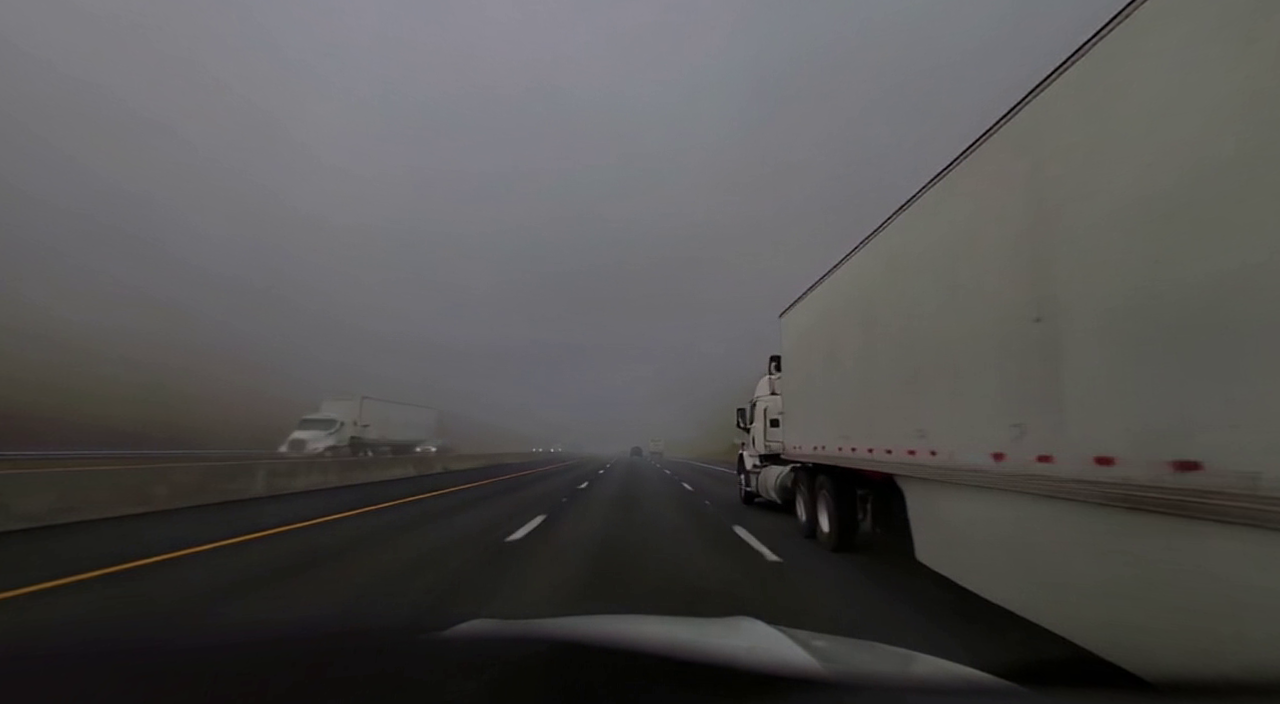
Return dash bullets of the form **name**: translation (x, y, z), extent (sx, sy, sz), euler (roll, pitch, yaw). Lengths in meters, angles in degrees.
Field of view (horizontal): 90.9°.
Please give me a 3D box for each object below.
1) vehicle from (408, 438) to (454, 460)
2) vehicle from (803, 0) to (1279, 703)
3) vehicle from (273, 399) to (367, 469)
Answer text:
- **vehicle**: translation (-15.868, 7.409, 48.065), extent (2.004, 1.551, 4.601), euler (0, -9, -1)
- **vehicle**: translation (3.848, 0.040, 3.112), extent (2.876, 3.586, 11.726), euler (0, -9, 0)
- **vehicle**: translation (-19.848, 5.154, 39.435), extent (3.347, 4.086, 4.464), euler (0, -9, -1)
